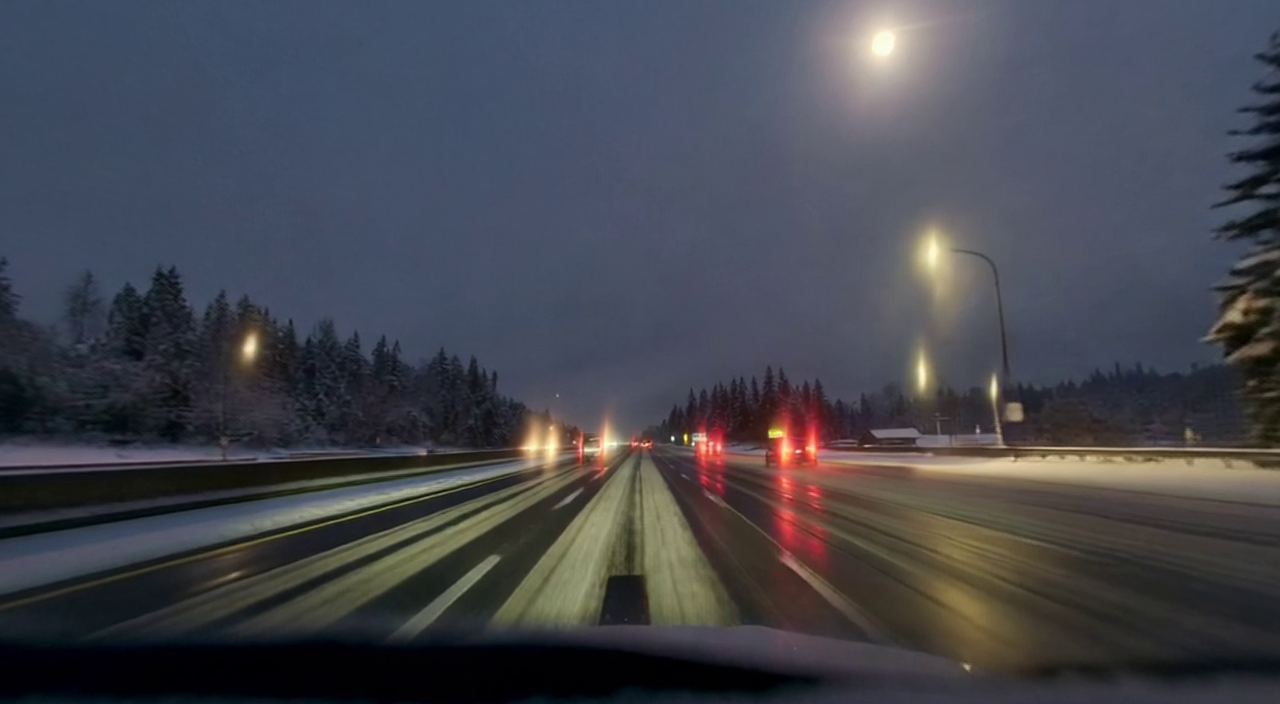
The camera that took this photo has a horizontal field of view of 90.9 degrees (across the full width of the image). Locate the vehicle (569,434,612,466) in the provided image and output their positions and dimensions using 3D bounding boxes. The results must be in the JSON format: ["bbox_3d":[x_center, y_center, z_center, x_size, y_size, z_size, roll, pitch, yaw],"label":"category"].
[{"bbox_3d":[-3.266,6.589,42.540,2.453,1.952,5.320,0,-8,0],"label":"vehicle"}]

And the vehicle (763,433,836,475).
[{"bbox_3d":[7.026,4.539,28.264,2.063,1.706,4.259,0,-8,-1],"label":"vehicle"}]
